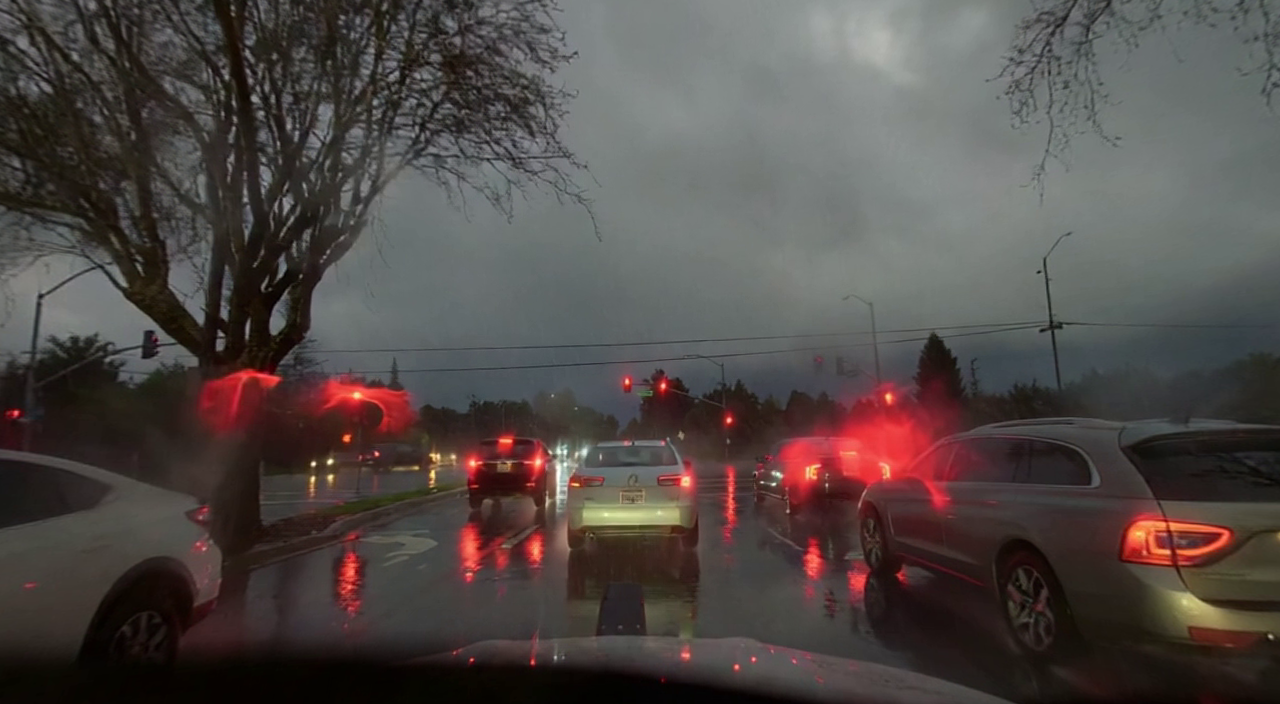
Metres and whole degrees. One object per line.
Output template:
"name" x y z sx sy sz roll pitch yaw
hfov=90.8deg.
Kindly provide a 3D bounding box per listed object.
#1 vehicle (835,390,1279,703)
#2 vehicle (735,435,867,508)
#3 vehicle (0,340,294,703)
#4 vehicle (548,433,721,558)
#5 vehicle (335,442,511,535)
"vehicle" 3.380 1.303 5.415 1.933 1.564 4.600 0 -8 0
"vehicle" 3.645 2.783 15.236 1.922 1.472 4.440 0 -8 -1
"vehicle" -3.667 0.834 2.538 2.047 1.764 4.369 0 -8 0
"vehicle" -0.080 2.007 9.593 2.061 1.470 3.970 0 -8 0
"vehicle" -3.926 2.505 12.329 1.919 1.459 4.371 0 -8 -1
